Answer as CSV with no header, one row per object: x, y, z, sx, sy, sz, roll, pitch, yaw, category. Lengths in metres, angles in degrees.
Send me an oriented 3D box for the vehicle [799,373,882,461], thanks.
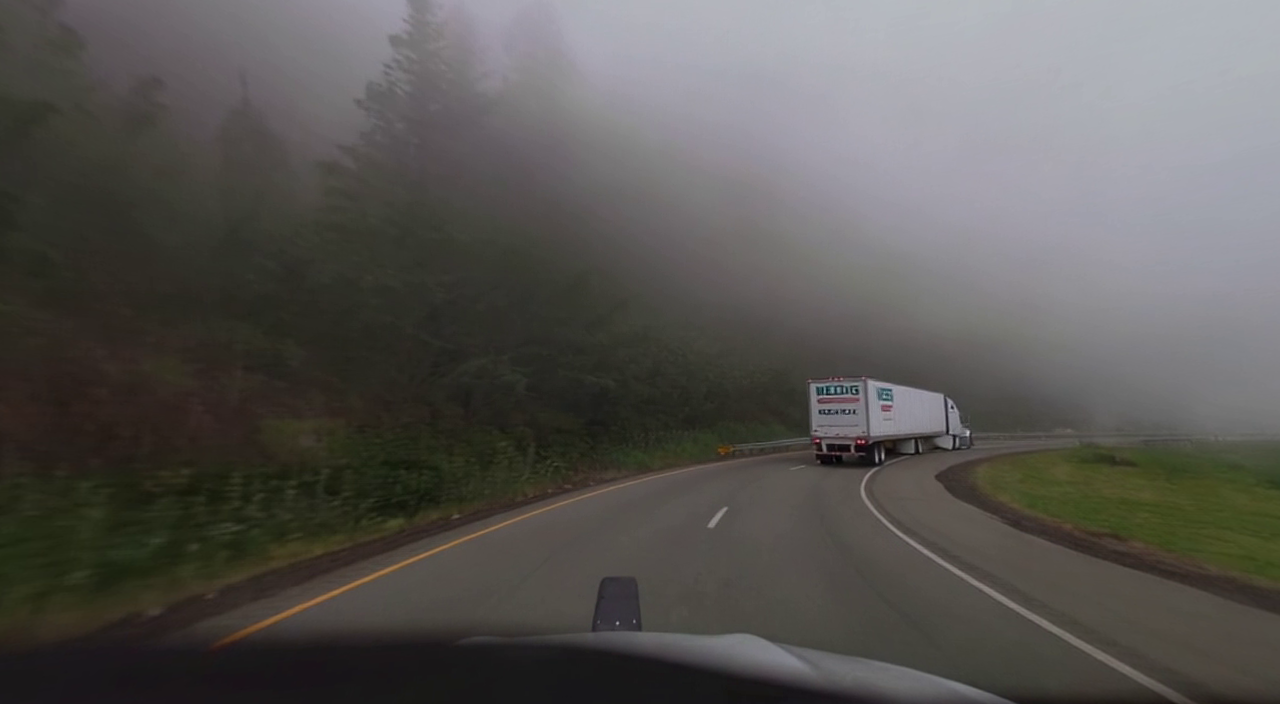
9.366,3.055,29.211,2.963,3.771,3.137,-4,-9,29,vehicle

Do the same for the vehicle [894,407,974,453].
18.082,4.805,38.470,6.650,2.524,2.120,8,-11,-44,vehicle
